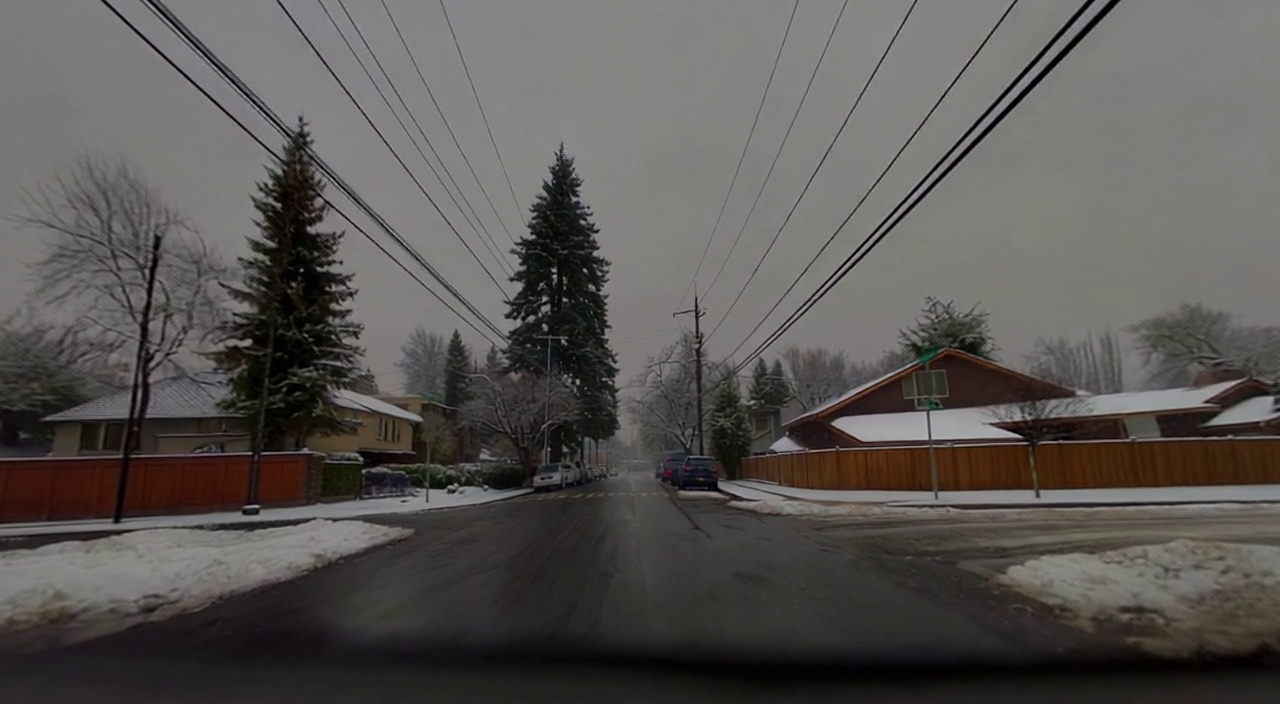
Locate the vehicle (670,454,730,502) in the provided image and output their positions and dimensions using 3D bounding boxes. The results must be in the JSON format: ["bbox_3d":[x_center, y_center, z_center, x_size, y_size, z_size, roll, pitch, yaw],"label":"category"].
[{"bbox_3d":[2.572,5.524,28.092,2.051,1.874,4.459,0,-8,-2],"label":"vehicle"}]

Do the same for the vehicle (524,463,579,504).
[{"bbox_3d":[-4.310,6.499,31.594,2.189,1.771,4.571,0,-9,-1],"label":"vehicle"}]
